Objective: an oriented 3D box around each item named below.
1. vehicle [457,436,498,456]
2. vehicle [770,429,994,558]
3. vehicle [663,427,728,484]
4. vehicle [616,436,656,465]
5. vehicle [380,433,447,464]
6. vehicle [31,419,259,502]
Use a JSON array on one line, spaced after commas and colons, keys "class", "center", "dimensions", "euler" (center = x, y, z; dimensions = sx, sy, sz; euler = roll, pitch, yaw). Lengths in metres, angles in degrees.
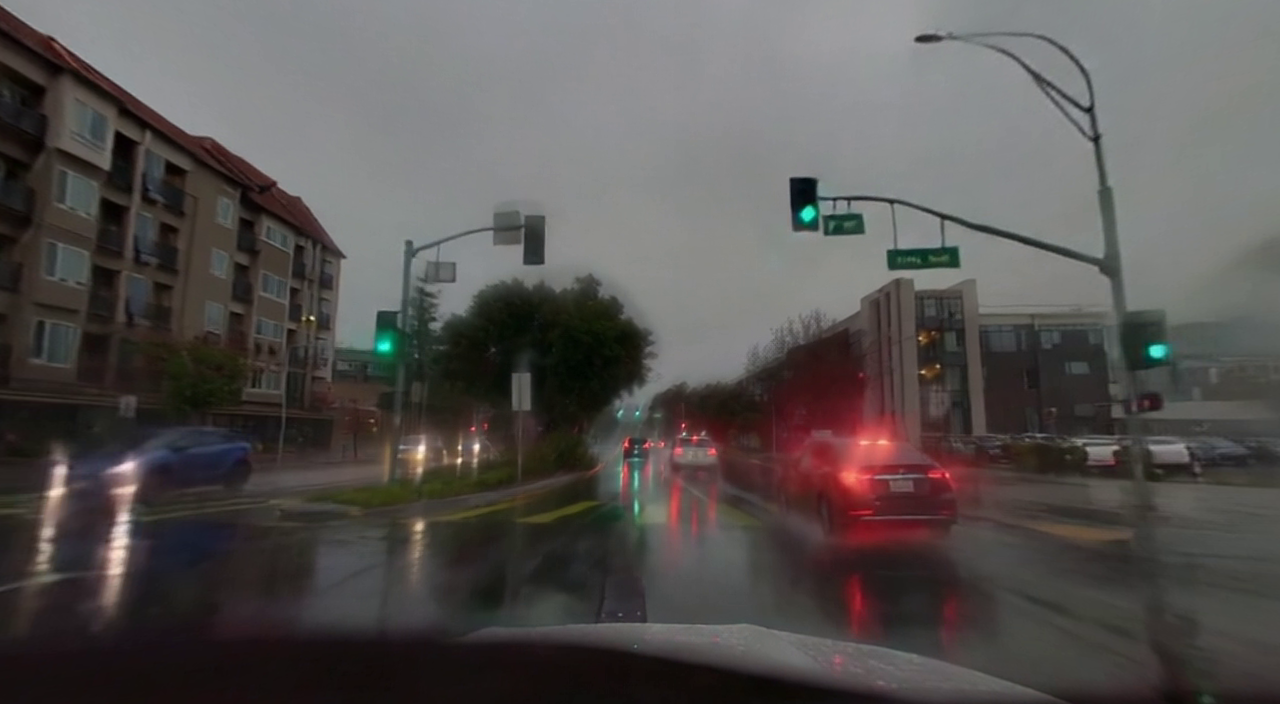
[{"class": "vehicle", "center": [-12.677, 7.381, 49.594], "dimensions": [1.926, 1.446, 4.565], "euler": [0, -8, 0]}, {"class": "vehicle", "center": [3.504, 2.096, 10.153], "dimensions": [1.906, 1.608, 4.137], "euler": [0, -8, -1]}, {"class": "vehicle", "center": [2.123, 3.980, 24.675], "dimensions": [2.206, 1.858, 5.332], "euler": [2, -8, 4]}, {"class": "vehicle", "center": [-0.251, 5.385, 34.806], "dimensions": [2.059, 1.492, 3.925], "euler": [0, -8, -1]}, {"class": "vehicle", "center": [-12.256, 5.276, 34.541], "dimensions": [1.969, 1.566, 4.549], "euler": [0, -8, 0]}, {"class": "vehicle", "center": [-12.594, 2.790, 16.657], "dimensions": [2.076, 1.836, 4.847], "euler": [0, -8, 0]}]
